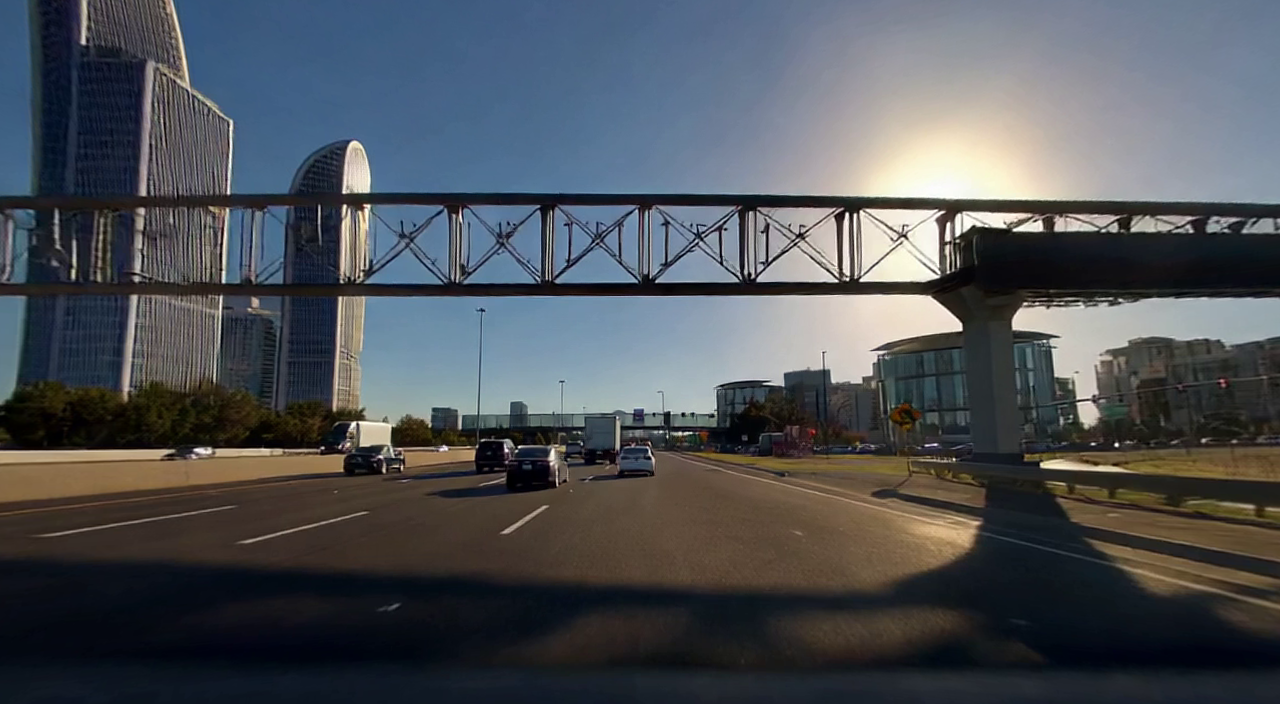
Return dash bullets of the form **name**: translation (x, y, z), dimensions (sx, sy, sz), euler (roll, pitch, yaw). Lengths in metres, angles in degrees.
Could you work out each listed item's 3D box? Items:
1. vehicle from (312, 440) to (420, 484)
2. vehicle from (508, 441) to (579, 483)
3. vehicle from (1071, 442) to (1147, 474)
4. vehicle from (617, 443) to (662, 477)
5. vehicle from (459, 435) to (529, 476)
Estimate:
- **vehicle**: translation (-10.450, 4.220, 24.481), dimensions (1.987, 1.495, 4.710), euler (0, -9, 1)
- **vehicle**: translation (-3.694, 4.306, 24.906), dimensions (2.016, 1.497, 4.235), euler (0, -9, 1)
- **vehicle**: translation (24.580, 5.545, 33.186), dimensions (2.059, 1.507, 4.352), euler (-3, -9, 21)
- **vehicle**: translation (-0.045, 5.084, 29.979), dimensions (1.991, 1.488, 3.922), euler (0, -9, 0)
- **vehicle**: translation (-6.910, 4.954, 30.376), dimensions (2.190, 1.821, 4.800), euler (0, -9, 1)
